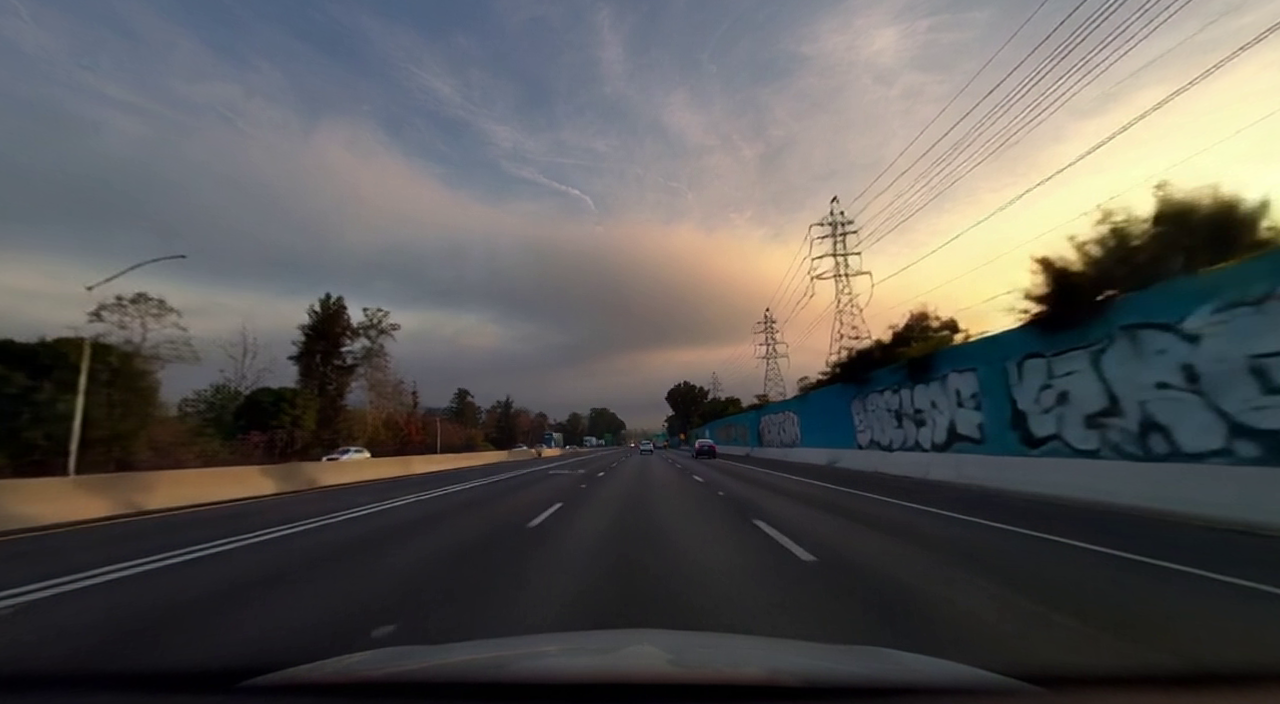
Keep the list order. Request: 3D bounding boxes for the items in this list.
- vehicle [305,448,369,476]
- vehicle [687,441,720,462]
[{"bbox_3d":[-19.356,7.018,40.387,1.898,1.616,4.330,0,-8,1],"label":"vehicle"},{"bbox_3d":[4.630,7.311,46.407,1.991,1.494,3.951,0,-8,0],"label":"vehicle"}]
